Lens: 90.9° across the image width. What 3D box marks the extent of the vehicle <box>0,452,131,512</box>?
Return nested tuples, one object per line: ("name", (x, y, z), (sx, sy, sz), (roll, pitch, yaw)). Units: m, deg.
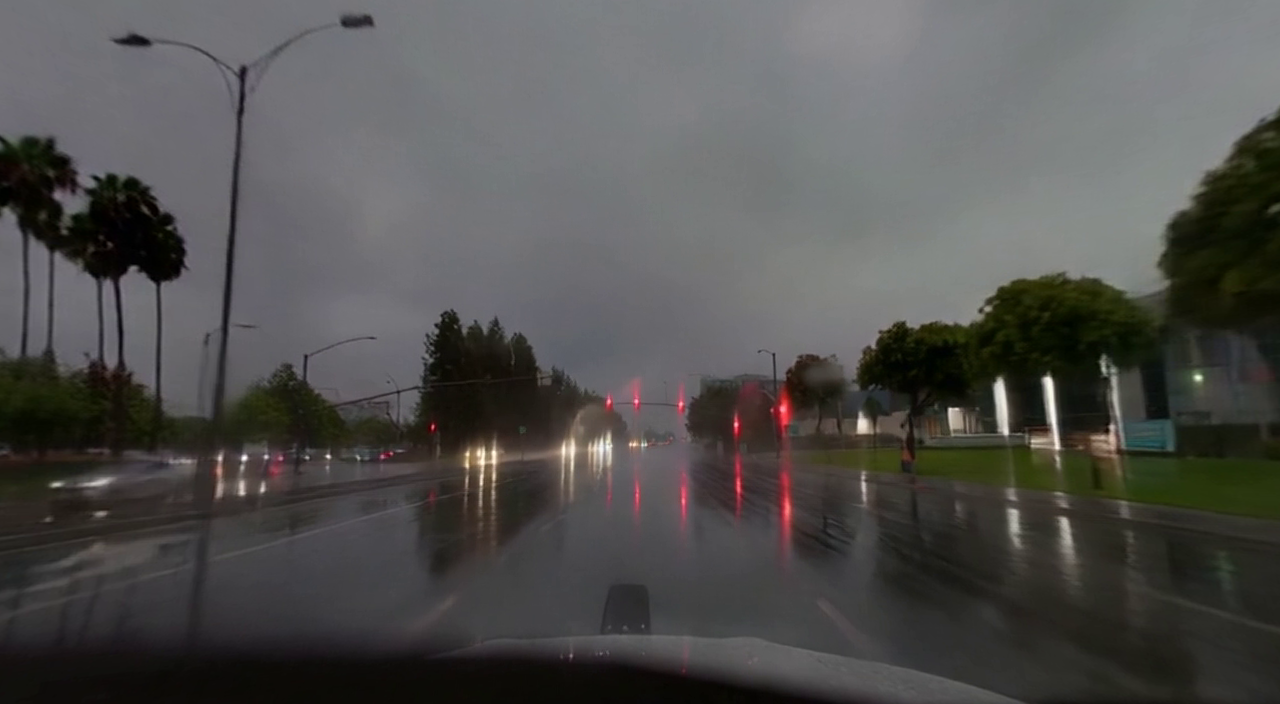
("vehicle", (-17.560, 3.682, 18.200), (1.928, 1.478, 4.403), (0, -8, 1))
